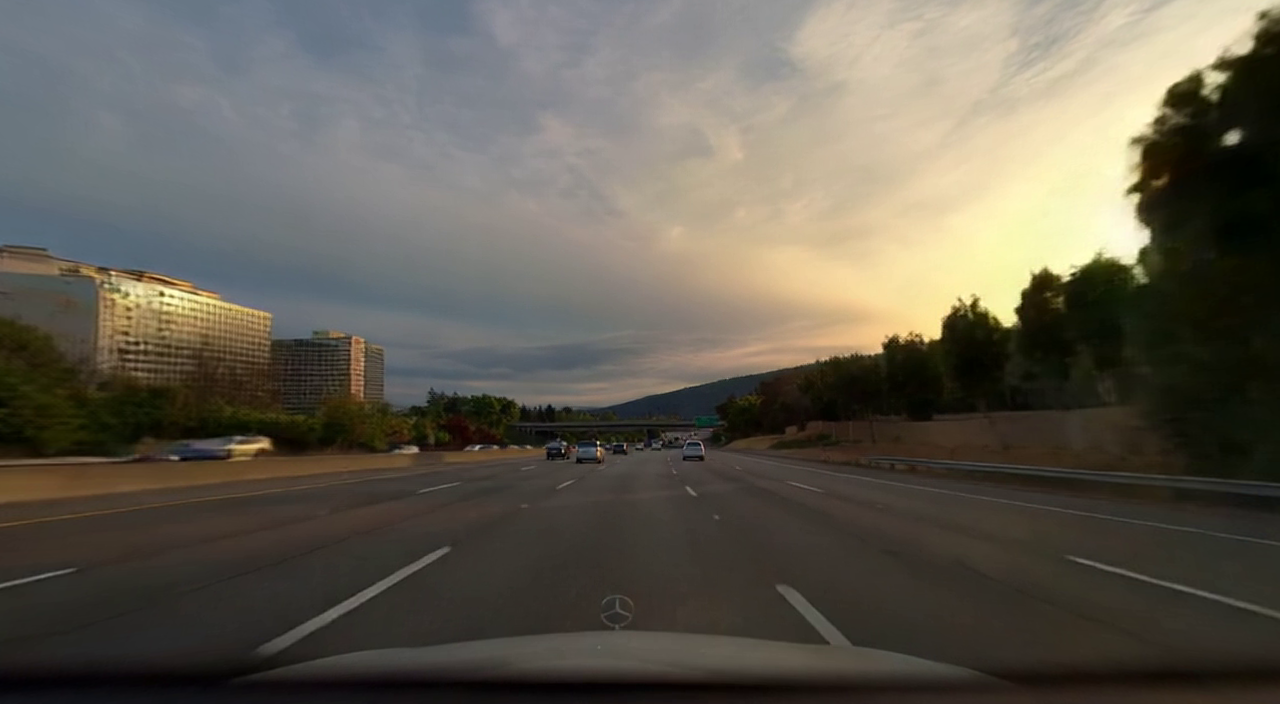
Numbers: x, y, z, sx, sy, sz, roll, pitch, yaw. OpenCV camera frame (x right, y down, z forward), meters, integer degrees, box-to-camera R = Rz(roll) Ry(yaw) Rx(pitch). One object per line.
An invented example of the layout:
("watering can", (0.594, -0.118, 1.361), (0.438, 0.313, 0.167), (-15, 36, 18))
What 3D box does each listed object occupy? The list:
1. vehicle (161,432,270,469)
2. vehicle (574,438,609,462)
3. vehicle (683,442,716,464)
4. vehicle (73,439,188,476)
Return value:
("vehicle", (-30.394, 7.104, 45.622), (2.759, 2.434, 6.983), (0, -9, 2))
("vehicle", (-3.568, 7.320, 47.227), (2.179, 1.693, 4.204), (0, -9, 2))
("vehicle", (4.133, 7.114, 44.733), (1.967, 1.475, 4.080), (0, -8, 1))
("vehicle", (-27.294, 5.667, 34.110), (2.025, 1.831, 4.851), (0, -9, 1))
